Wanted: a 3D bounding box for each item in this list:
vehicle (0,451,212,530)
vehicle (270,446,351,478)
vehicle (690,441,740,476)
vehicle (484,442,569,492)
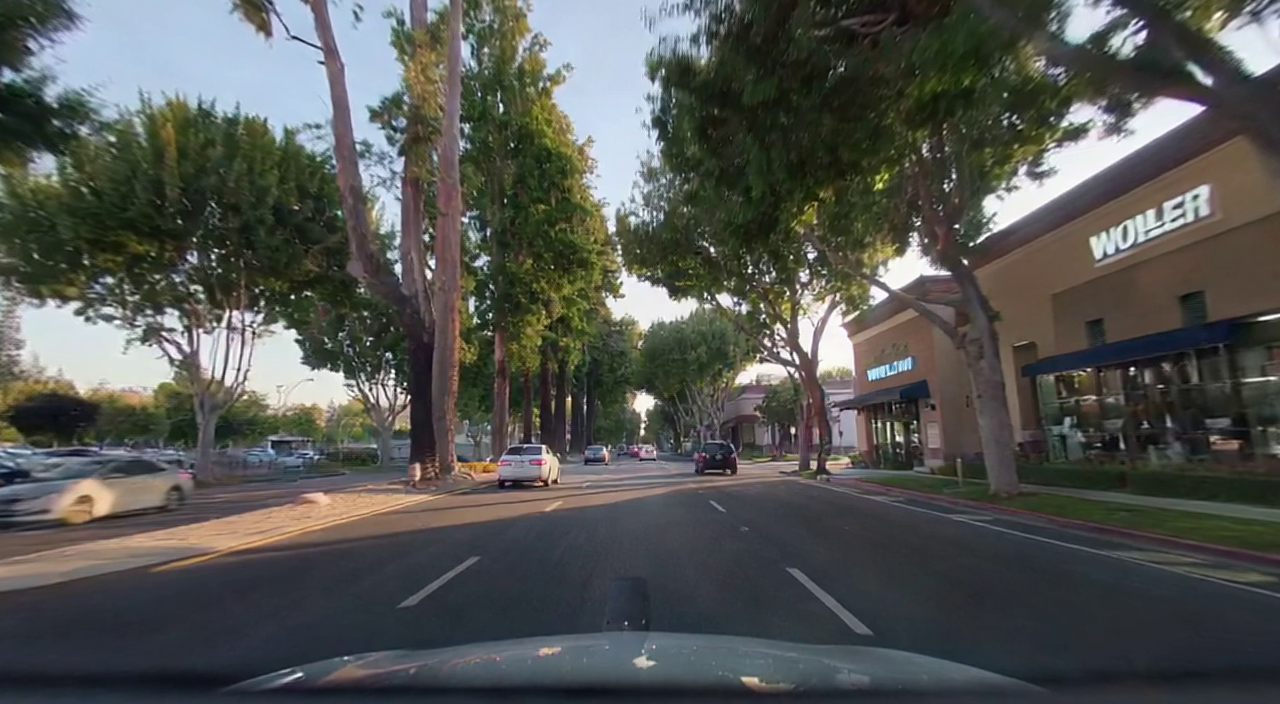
[{"bbox_3d":[-12.336,3.011,14.349,1.970,1.458,4.473,0,-8,1],"label":"vehicle"},{"bbox_3d":[-22.638,7.544,43.647,2.235,2.061,5.936,0,-8,2],"label":"vehicle"},{"bbox_3d":[3.547,5.101,30.421,1.922,1.579,3.642,0,-8,-1],"label":"vehicle"},{"bbox_3d":[-3.673,3.804,21.251,1.908,1.481,4.536,0,-8,1],"label":"vehicle"}]
